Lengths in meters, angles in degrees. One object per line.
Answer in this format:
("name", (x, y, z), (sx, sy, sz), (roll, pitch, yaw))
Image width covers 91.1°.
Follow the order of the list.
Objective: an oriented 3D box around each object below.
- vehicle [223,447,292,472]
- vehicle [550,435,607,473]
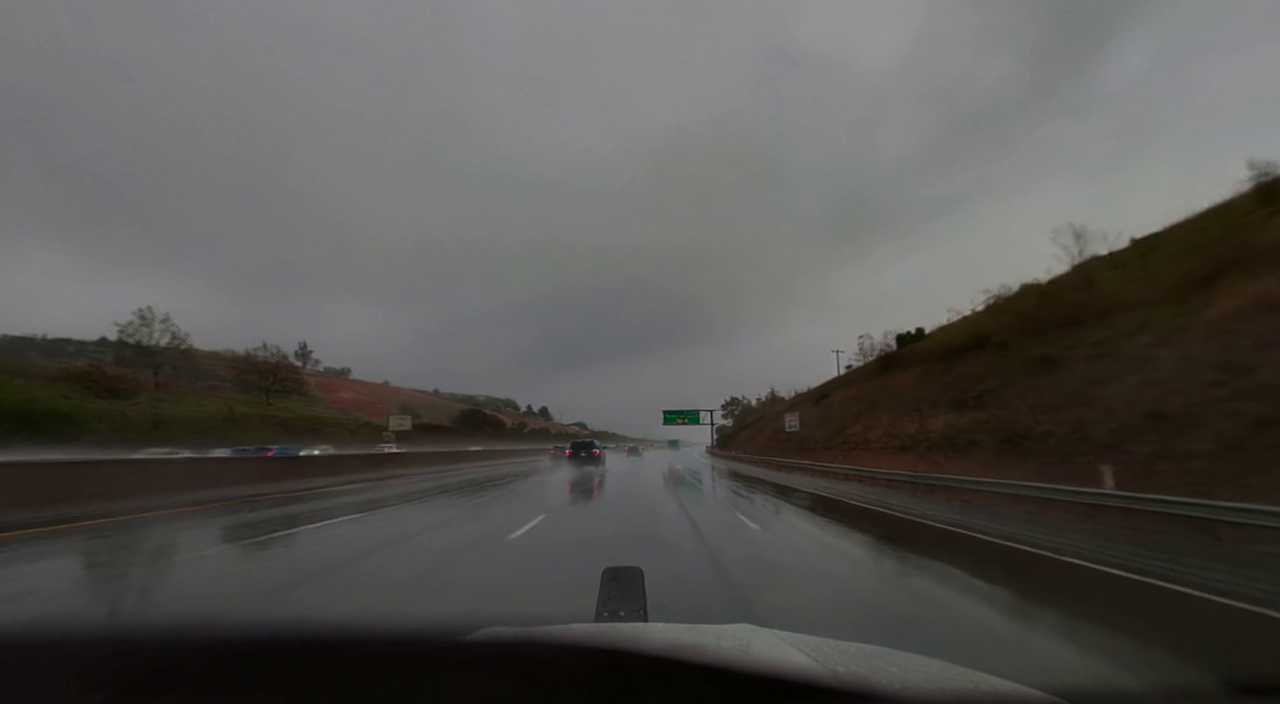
("vehicle", (-27.527, 7.715, 45.361), (2.016, 1.671, 4.537), (0, -8, 2))
("vehicle", (-3.189, 5.459, 33.868), (2.413, 1.896, 5.218), (0, -8, 1))
